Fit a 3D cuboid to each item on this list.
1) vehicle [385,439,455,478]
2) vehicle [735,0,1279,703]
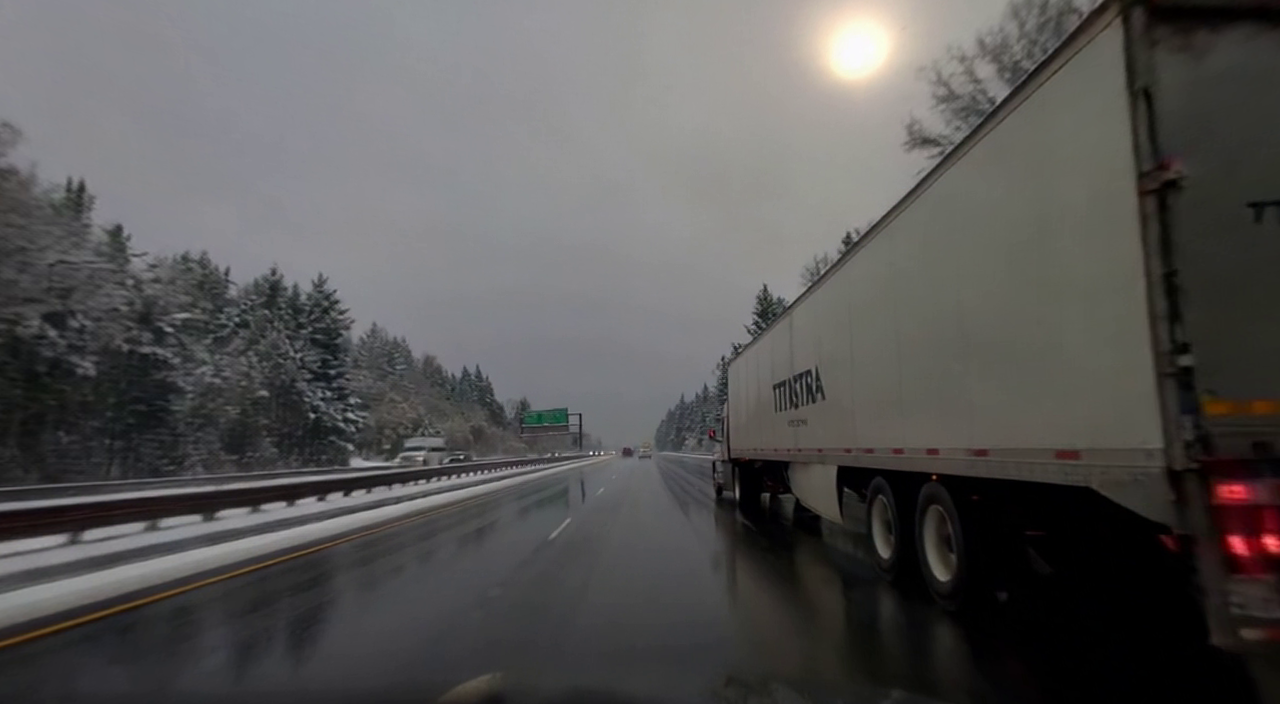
[{"bbox_3d":[-15.000,7.319,43.525,2.441,2.500,6.307,0,-9,1],"label":"vehicle"},{"bbox_3d":[4.080,0.723,9.642,2.947,4.020,14.220,0,-9,0],"label":"vehicle"}]
